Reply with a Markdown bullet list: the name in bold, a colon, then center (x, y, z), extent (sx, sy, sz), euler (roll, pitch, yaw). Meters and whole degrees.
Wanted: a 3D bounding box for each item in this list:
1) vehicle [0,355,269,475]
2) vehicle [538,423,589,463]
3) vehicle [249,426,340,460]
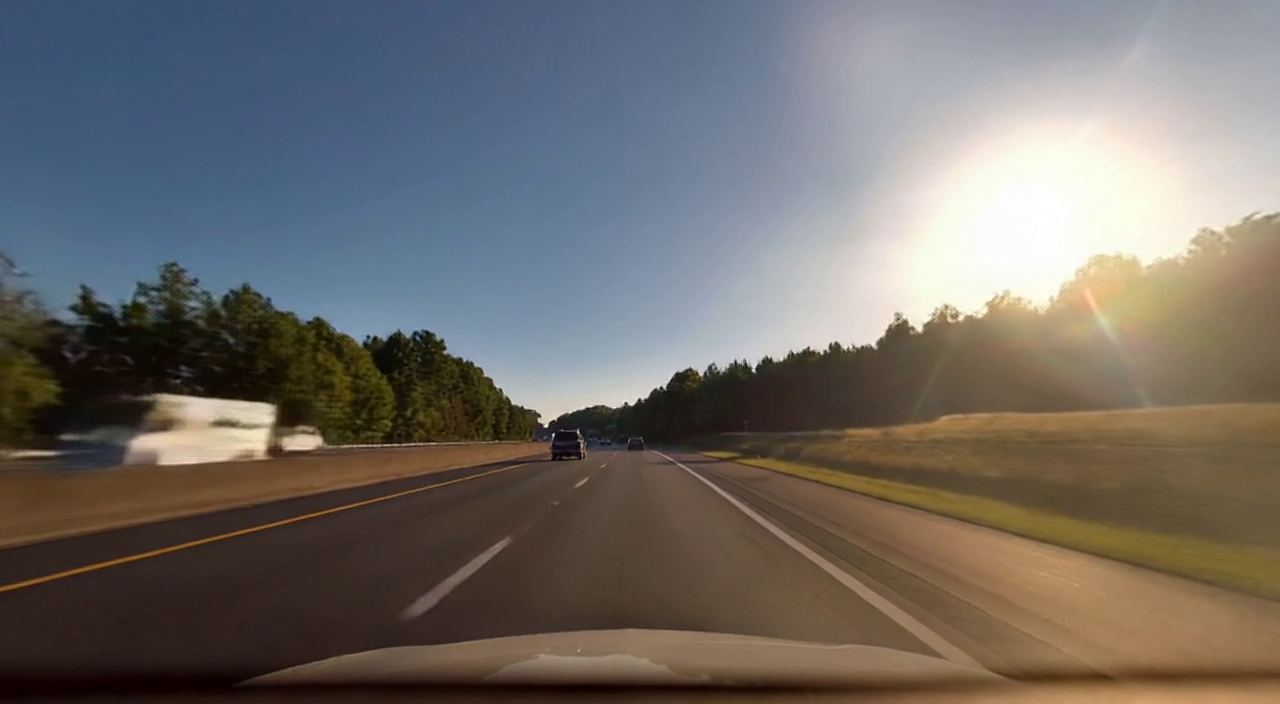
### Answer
- **vehicle**: center (-12.630, 1.727, 16.219), extent (2.427, 2.525, 5.934), euler (0, -8, 0)
- **vehicle**: center (-4.120, 5.034, 34.817), extent (2.241, 2.034, 4.890), euler (0, -8, -1)
- **vehicle**: center (-16.533, 4.397, 30.384), extent (1.832, 1.517, 4.537), euler (0, -8, 0)
